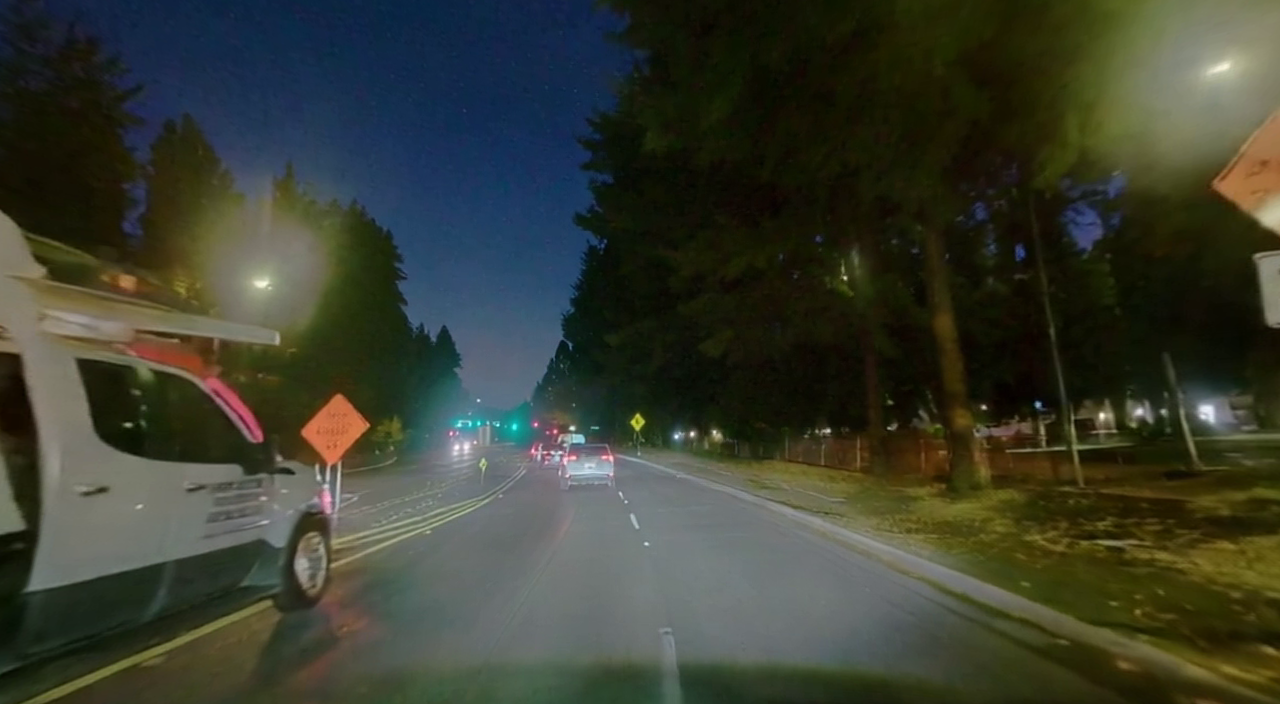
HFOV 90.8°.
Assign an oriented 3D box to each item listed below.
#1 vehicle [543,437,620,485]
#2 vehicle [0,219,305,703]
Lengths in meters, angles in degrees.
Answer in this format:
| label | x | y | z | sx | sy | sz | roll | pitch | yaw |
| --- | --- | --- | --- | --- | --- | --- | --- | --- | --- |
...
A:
| label | x | y | z | sx | sy | sz | roll | pitch | yaw |
| --- | --- | --- | --- | --- | --- | --- | --- | --- | --- |
| vehicle | -2.143 | 3.726 | 21.963 | 2.186 | 1.463 | 4.356 | 2 | -8 | -11 |
| vehicle | -3.599 | 0.456 | 1.590 | 2.671 | 2.053 | 6.074 | 1 | -8 | -6 |
